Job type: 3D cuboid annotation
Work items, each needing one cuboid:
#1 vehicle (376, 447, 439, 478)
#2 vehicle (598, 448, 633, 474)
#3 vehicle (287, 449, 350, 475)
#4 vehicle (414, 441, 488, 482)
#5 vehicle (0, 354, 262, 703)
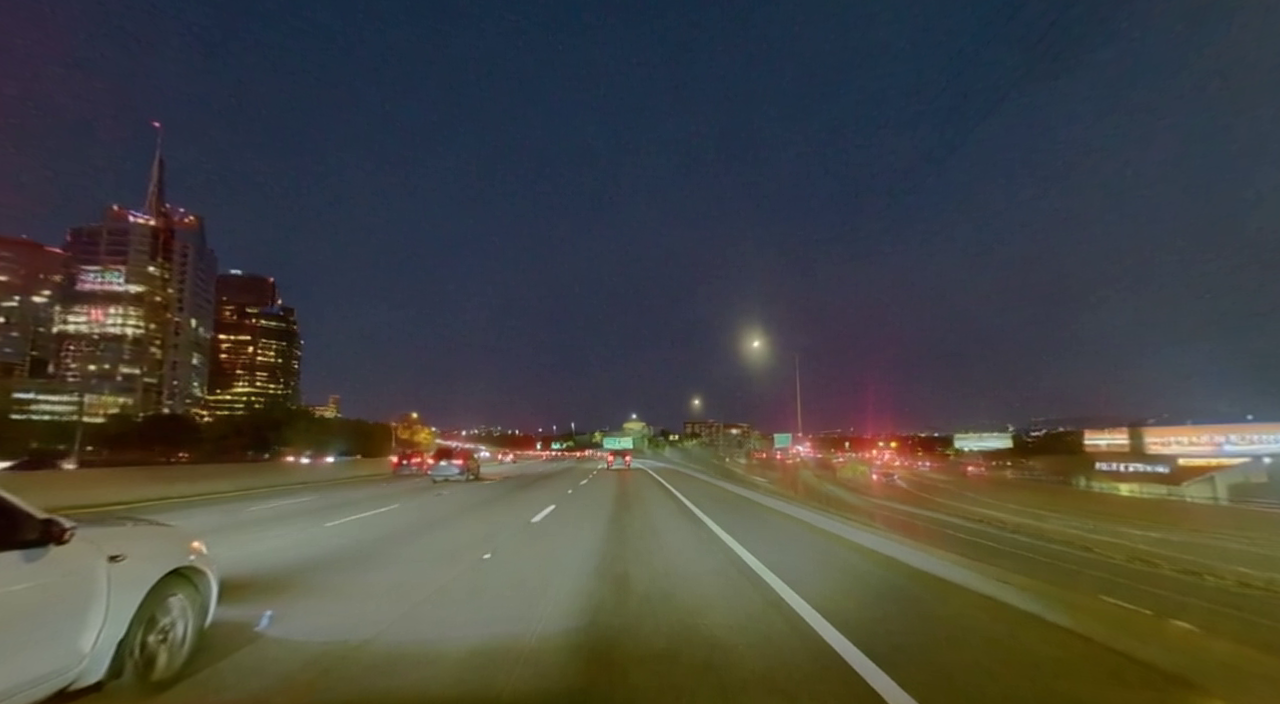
[{"bbox_3d":[-12.336,5.870,33.655,1.936,1.501,3.900,0,-8,-1],"label":"vehicle"},{"bbox_3d":[-1.559,6.826,39.808,2.110,1.501,4.319,0,-8,-2],"label":"vehicle"},{"bbox_3d":[-21.617,7.358,42.545,1.928,1.610,4.484,0,-8,-2],"label":"vehicle"},{"bbox_3d":[-8.452,4.924,28.608,2.065,1.689,4.399,0,-8,-1],"label":"vehicle"},{"bbox_3d":[-3.686,0.791,2.028,2.036,1.717,4.592,0,-8,0],"label":"vehicle"}]
